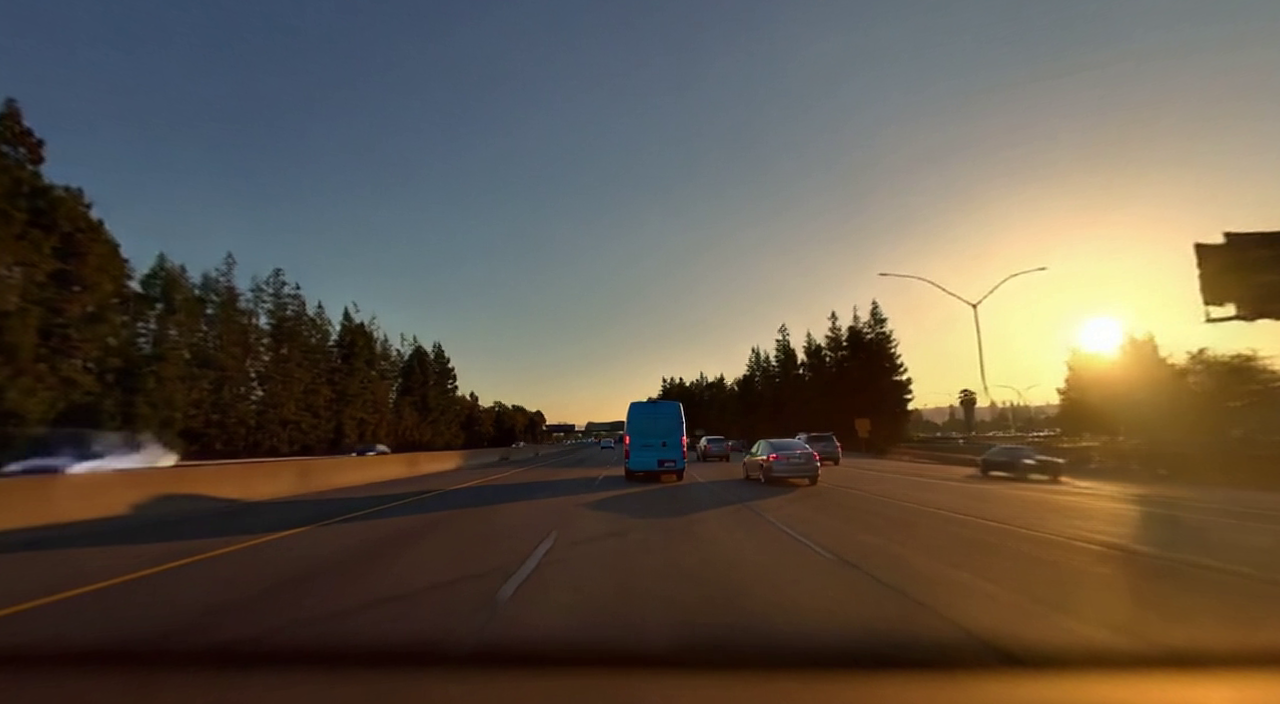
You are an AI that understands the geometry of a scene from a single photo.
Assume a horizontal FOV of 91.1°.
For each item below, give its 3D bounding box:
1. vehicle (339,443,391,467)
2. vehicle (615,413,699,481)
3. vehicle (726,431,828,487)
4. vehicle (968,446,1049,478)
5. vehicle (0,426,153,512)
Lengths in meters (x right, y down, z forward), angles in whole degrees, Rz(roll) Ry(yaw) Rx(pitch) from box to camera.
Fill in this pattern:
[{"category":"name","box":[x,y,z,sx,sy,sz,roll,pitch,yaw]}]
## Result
[{"category":"vehicle","box":[-20.626,7.704,47.264,1.971,1.673,4.180,-1,-8,0]},{"category":"vehicle","box":[0.416,3.361,22.257,2.546,2.087,5.404,0,-8,-3]},{"category":"vehicle","box":[3.976,3.176,18.941,2.099,1.510,3.784,0,-8,-2]},{"category":"vehicle","box":[17.579,5.249,30.163,1.670,1.402,3.595,0,-8,-1]},{"category":"vehicle","box":[-13.098,2.389,13.068,2.055,1.604,4.852,0,-8,-1]}]
